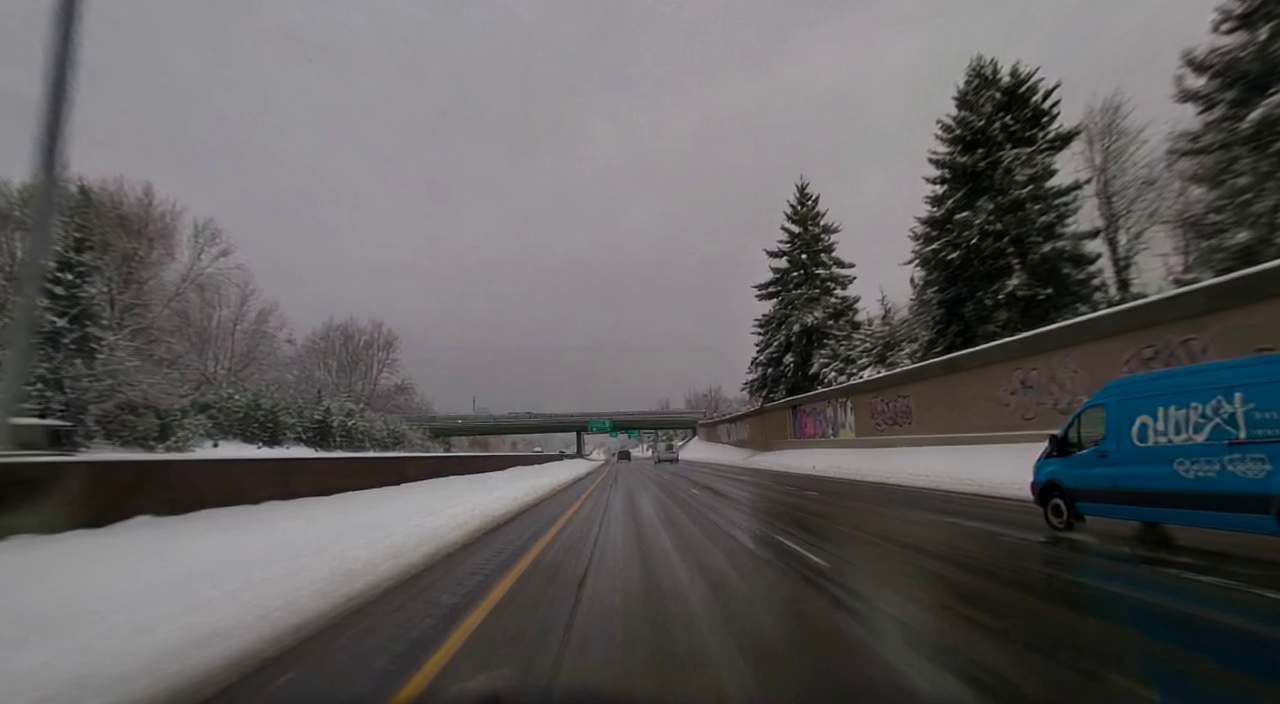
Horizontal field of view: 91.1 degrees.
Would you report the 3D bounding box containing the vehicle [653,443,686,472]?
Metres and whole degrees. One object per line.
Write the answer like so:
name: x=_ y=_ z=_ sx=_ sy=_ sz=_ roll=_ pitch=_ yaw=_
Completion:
vehicle: x=2.072 y=7.647 z=45.589 sx=2.007 sy=1.943 sz=5.010 roll=0 pitch=-9 yaw=-2
